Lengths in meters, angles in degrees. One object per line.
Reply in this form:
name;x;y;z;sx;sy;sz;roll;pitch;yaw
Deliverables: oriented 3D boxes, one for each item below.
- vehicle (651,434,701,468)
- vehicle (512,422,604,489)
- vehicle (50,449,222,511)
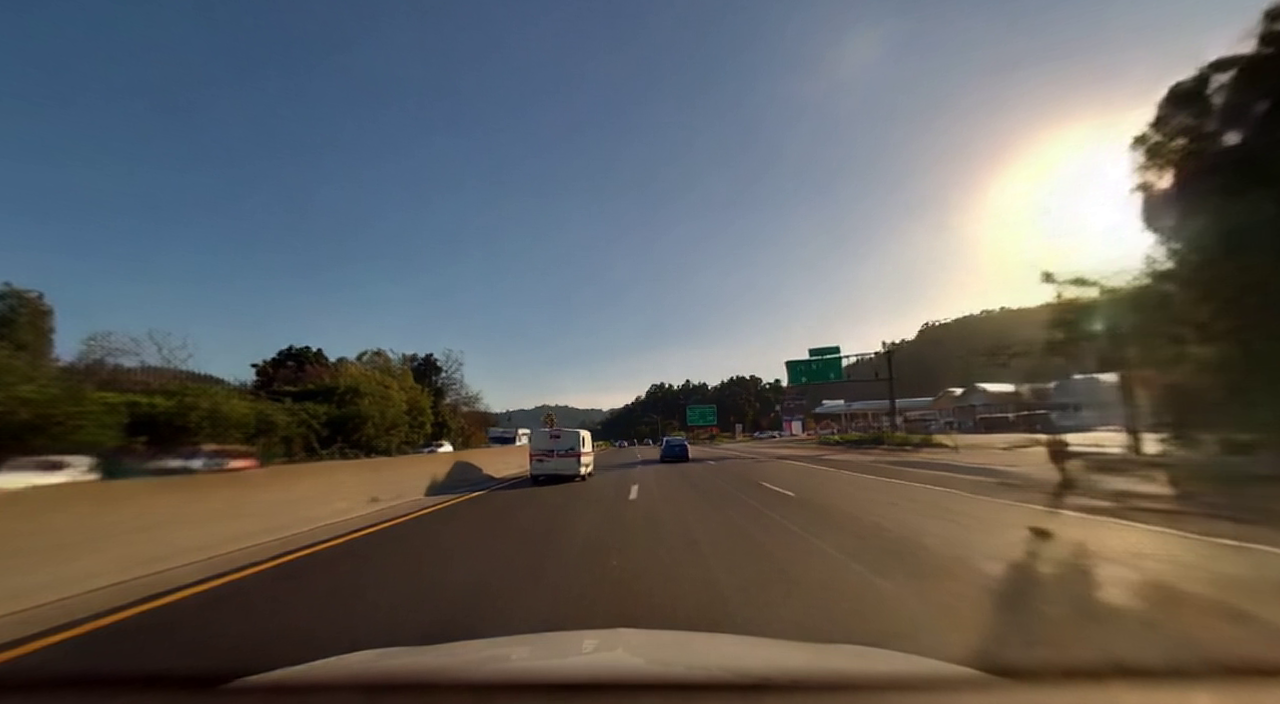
vehicle;1.683;4.852;31.159;2.151;1.550;4.694;0;-8;-1
vehicle;-2.269;2.983;18.680;2.061;1.732;4.457;0;-8;1
vehicle;-13.880;3.487;17.654;1.805;1.467;3.531;0;-8;1
